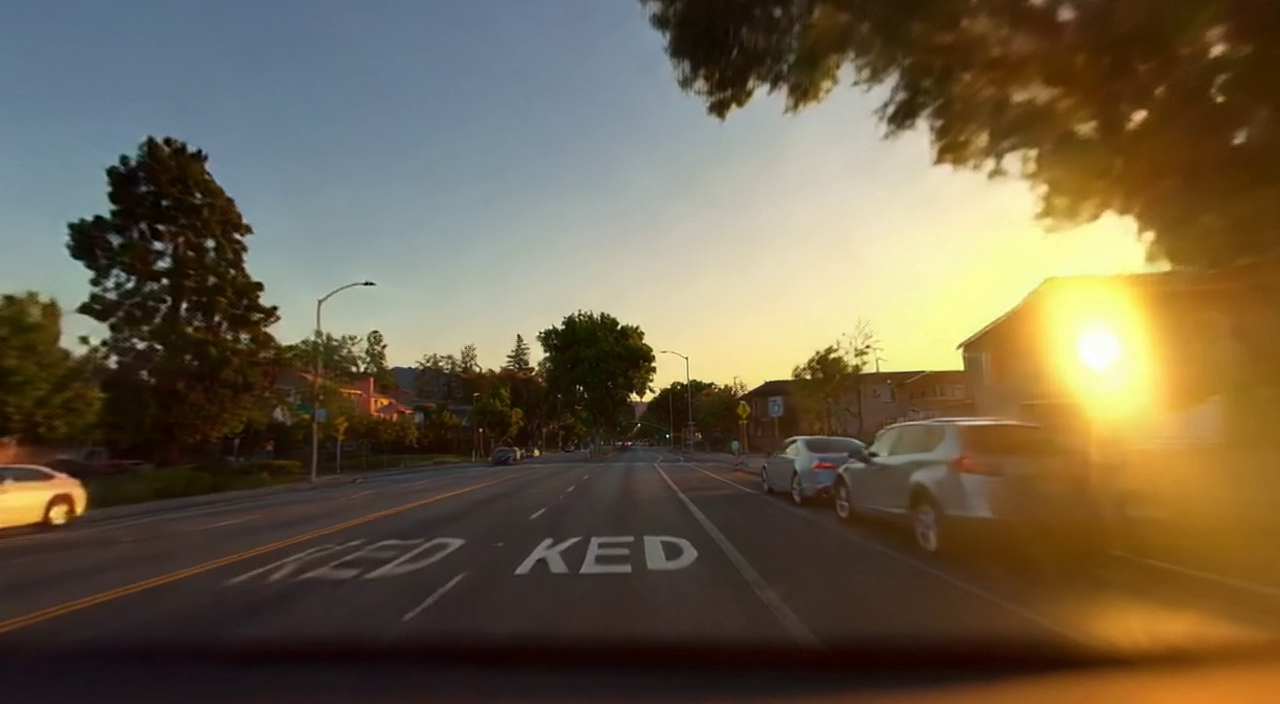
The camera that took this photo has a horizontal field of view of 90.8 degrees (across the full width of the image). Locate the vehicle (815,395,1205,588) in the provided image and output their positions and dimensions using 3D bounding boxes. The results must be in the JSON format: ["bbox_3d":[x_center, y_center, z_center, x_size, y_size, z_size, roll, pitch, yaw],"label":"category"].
[{"bbox_3d":[4.070,1.632,8.272,2.220,1.752,4.782,0,-8,1],"label":"vehicle"}]

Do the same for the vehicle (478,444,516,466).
[{"bbox_3d":[-10.793,7.802,47.995,2.022,1.569,4.275,0,-8,-1],"label":"vehicle"}]
